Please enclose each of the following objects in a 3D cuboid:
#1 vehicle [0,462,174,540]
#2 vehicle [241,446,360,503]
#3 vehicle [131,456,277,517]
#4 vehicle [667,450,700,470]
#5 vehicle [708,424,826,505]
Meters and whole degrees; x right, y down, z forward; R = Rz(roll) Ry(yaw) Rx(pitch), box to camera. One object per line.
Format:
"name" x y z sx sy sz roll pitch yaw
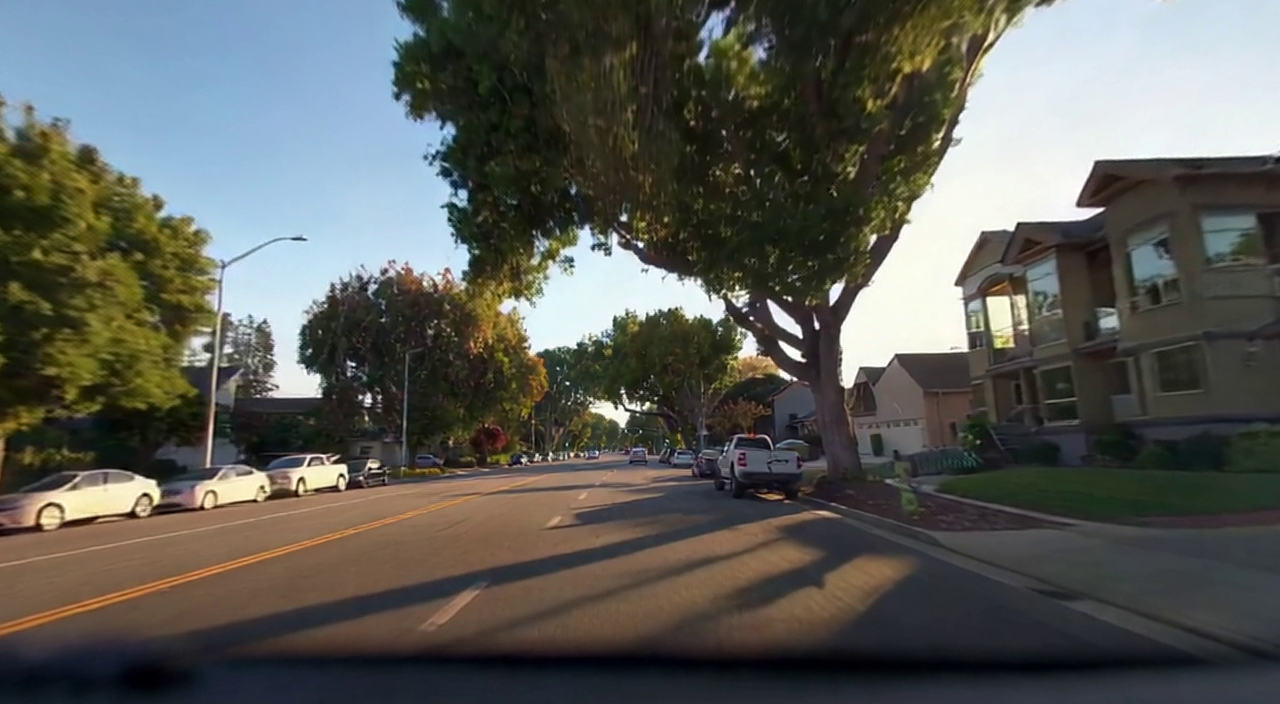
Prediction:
"vehicle" -13.923 3.560 15.441 2.017 1.574 4.024 -4 -10 -1
"vehicle" -13.944 5.049 26.405 2.213 1.903 5.326 -4 -9 -2
"vehicle" -13.890 4.256 20.472 1.772 1.736 4.020 0 -9 1
"vehicle" 3.347 8.431 49.656 2.158 1.477 5.135 0 -9 0
"vehicle" 3.567 3.354 19.238 2.327 2.026 6.259 0 -9 0
